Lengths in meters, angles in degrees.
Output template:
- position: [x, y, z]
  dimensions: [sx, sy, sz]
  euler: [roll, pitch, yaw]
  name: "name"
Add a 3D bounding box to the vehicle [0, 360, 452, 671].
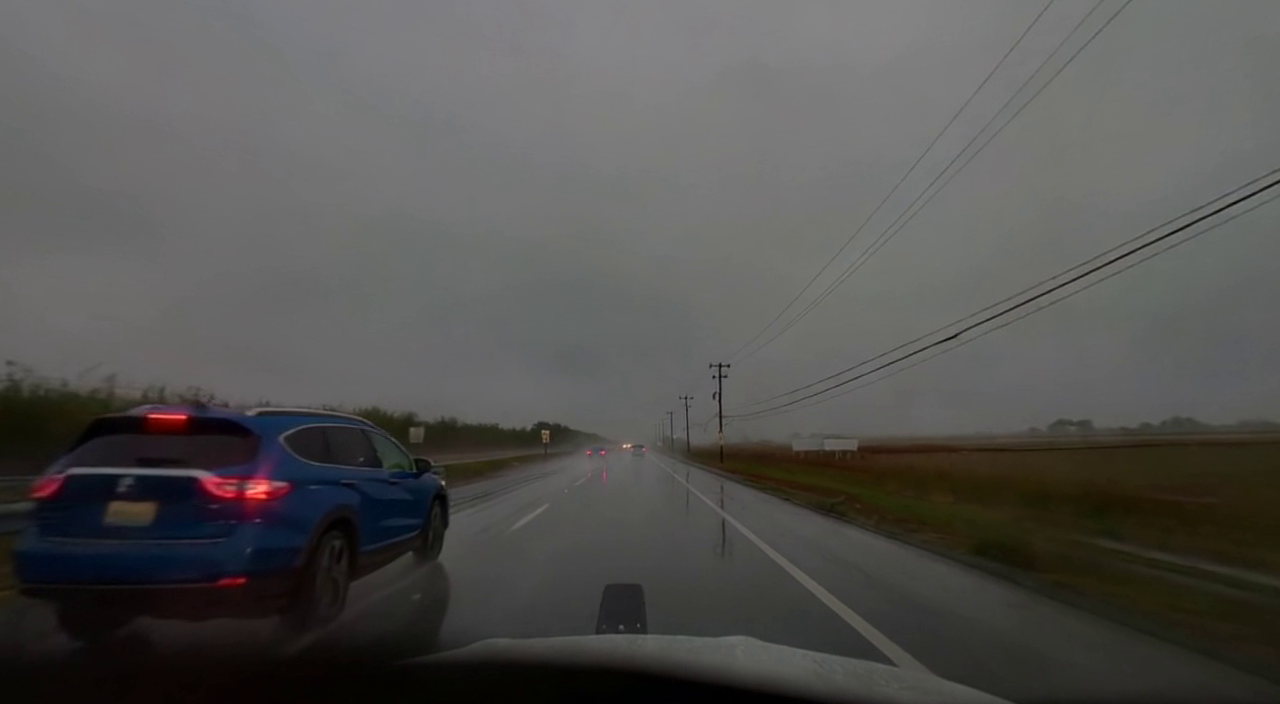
- position: [-3.637, 1.337, 6.254]
  dimensions: [2.173, 1.863, 4.786]
  euler: [0, -9, -2]
  name: "vehicle"
